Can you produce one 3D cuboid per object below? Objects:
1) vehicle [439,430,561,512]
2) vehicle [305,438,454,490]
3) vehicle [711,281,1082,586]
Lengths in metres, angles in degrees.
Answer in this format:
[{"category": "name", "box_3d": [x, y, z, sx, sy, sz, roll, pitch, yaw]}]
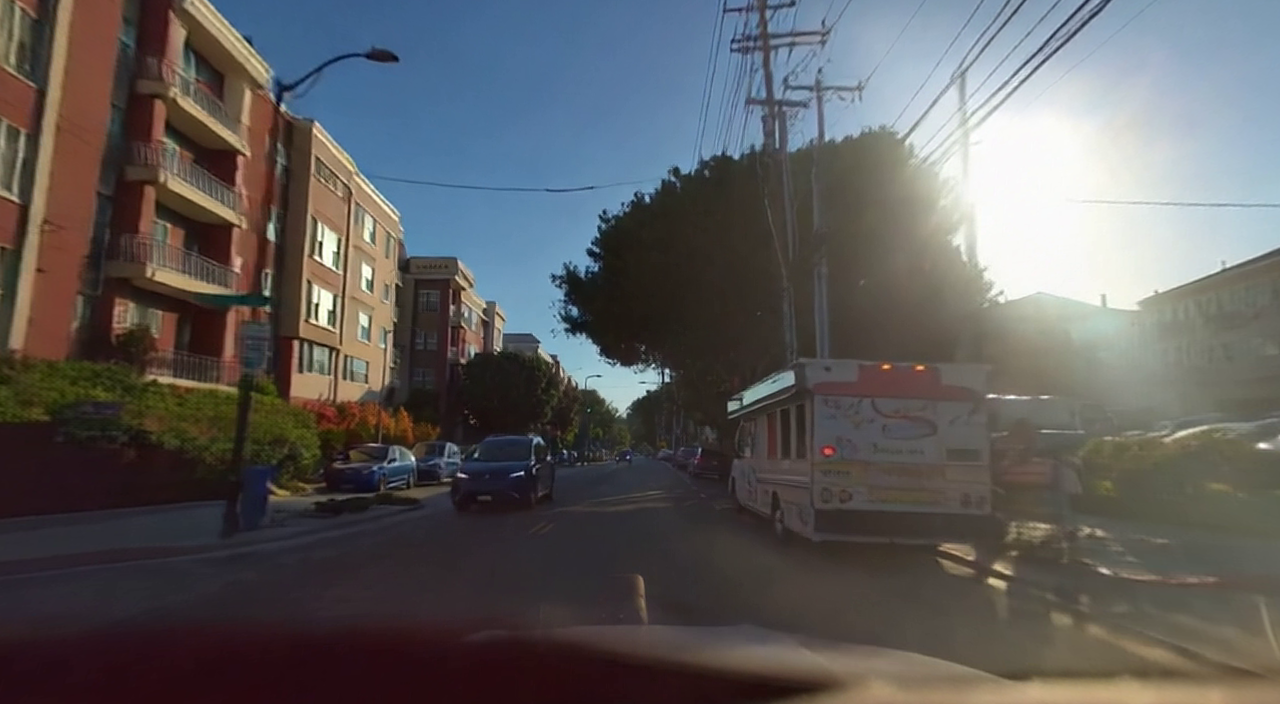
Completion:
[{"category": "vehicle", "box_3d": [-3.185, 2.800, 15.331, 1.952, 1.708, 4.096, 0, -8, 1]}, {"category": "vehicle", "box_3d": [-10.118, 4.434, 24.951, 5.093, 1.855, 2.338, 3, -11, -18]}, {"category": "vehicle", "box_3d": [3.204, 1.403, 10.841, 2.886, 3.321, 7.809, 0, -8, -1]}]
